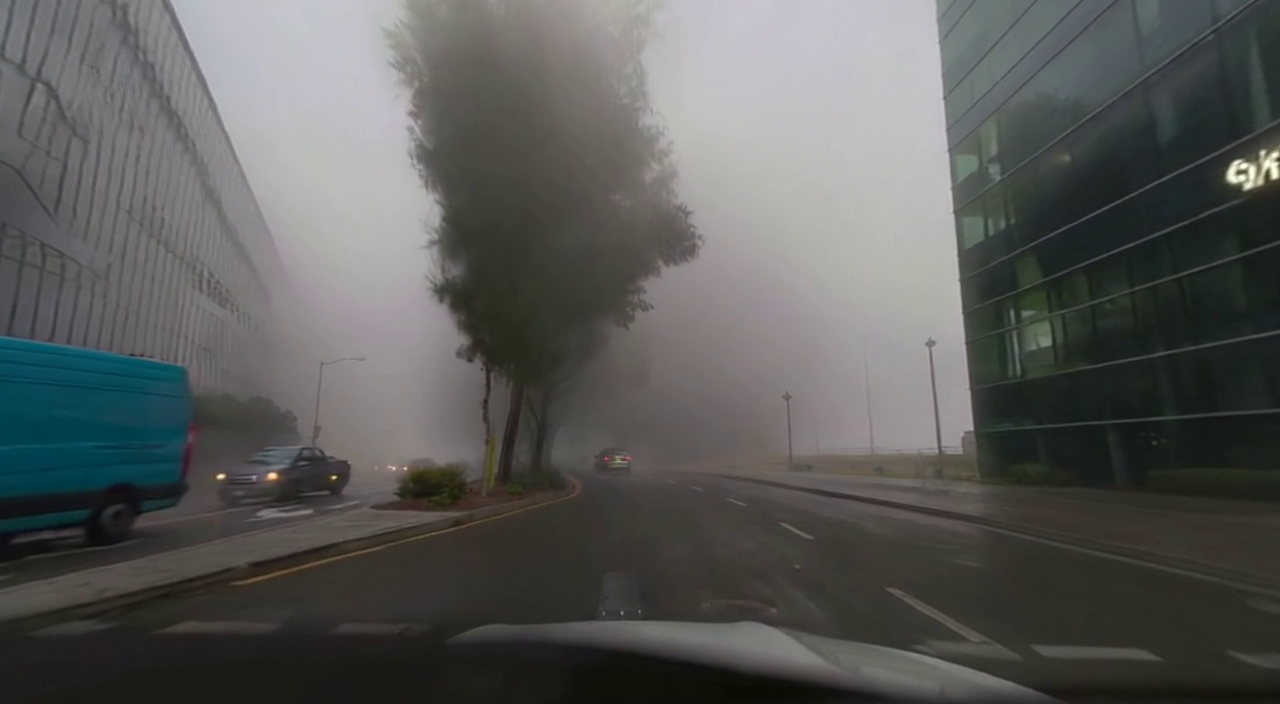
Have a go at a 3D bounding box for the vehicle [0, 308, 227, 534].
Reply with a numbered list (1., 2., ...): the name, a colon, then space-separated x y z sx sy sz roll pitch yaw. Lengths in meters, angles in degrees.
1. vehicle: -12.764 1.290 11.624 2.993 3.940 10.946 1 -9 -2

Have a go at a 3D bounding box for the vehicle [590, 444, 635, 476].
1. vehicle: -1.777 6.555 38.471 2.129 1.816 4.851 2 -9 -10

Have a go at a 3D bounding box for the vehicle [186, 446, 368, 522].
1. vehicle: -8.413 3.044 15.096 2.004 1.549 3.947 0 -8 -1

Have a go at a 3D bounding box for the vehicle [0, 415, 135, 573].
1. vehicle: -8.020 1.493 6.508 2.028 1.718 4.479 1 -8 -4
